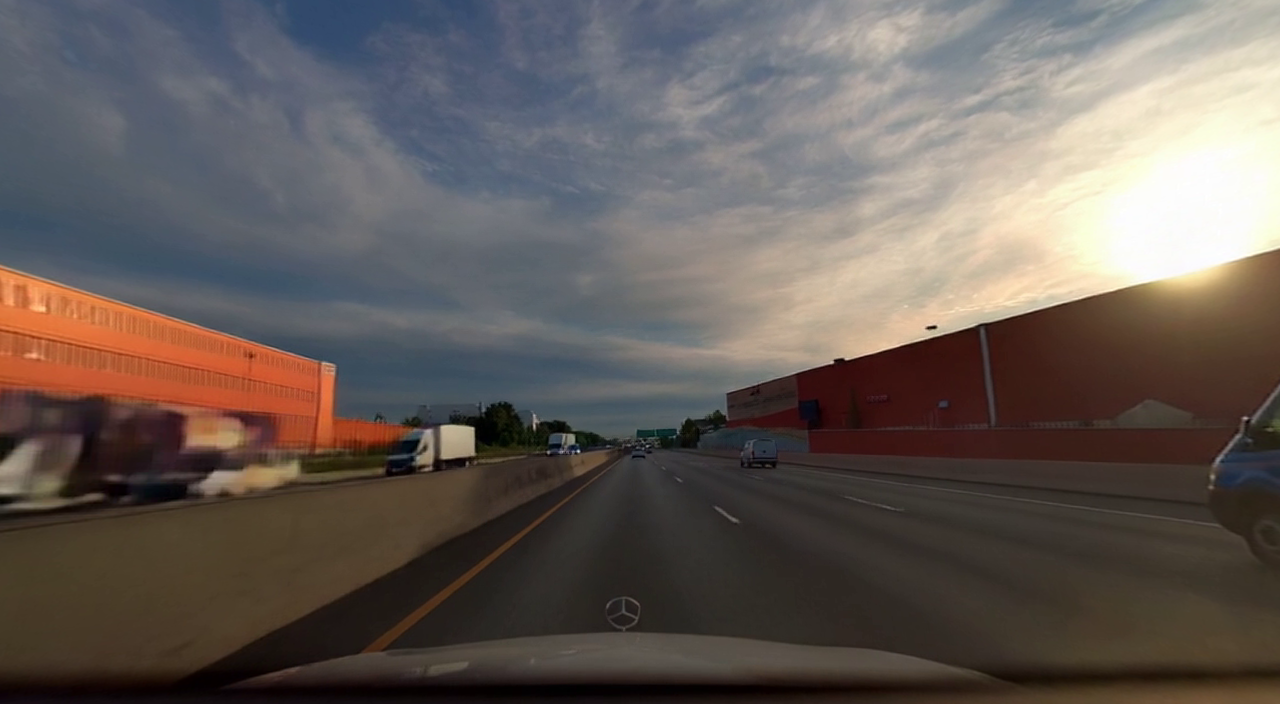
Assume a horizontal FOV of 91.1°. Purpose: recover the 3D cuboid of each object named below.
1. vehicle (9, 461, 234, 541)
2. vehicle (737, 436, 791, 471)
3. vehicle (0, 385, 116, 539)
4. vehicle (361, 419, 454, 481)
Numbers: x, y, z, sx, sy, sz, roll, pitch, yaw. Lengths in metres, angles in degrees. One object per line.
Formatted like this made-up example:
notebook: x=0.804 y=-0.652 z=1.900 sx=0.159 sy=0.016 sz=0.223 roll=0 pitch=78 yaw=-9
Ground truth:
vehicle: x=-11.281 y=3.210 z=14.112 sx=1.741 sy=1.447 sz=3.839 roll=0 pitch=-9 yaw=0
vehicle: x=7.384 y=6.145 z=38.084 sx=2.156 sy=1.943 sz=5.010 roll=0 pitch=-9 yaw=-1
vehicle: x=-15.855 y=2.478 z=14.169 sx=2.894 sy=3.430 sz=5.832 roll=0 pitch=-9 yaw=-1
vehicle: x=-16.292 y=6.988 z=45.001 sx=2.966 sy=3.933 sz=9.734 roll=0 pitch=-9 yaw=0
